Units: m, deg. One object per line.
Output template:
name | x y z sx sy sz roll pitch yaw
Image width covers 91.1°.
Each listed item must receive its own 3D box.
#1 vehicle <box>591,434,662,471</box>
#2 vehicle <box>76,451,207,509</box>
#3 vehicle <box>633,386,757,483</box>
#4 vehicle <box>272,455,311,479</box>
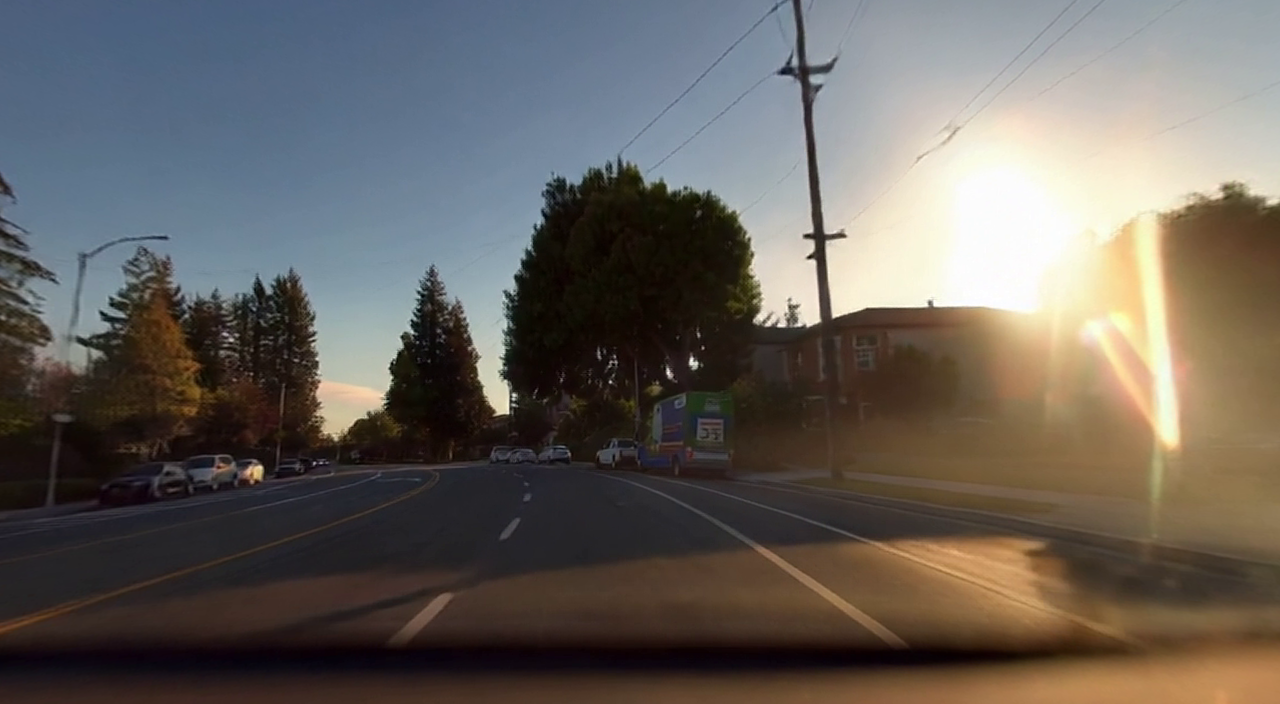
vehicle | -0.896 5.633 35.386 2.251 1.868 6.178 3 -9 -18
vehicle | -17.823 4.541 22.751 1.976 1.797 4.249 2 -9 -13
vehicle | 1.907 3.438 25.750 2.918 3.319 7.595 2 -9 -12
vehicle | -26.929 8.882 48.614 1.949 1.456 4.497 2 -7 -20
